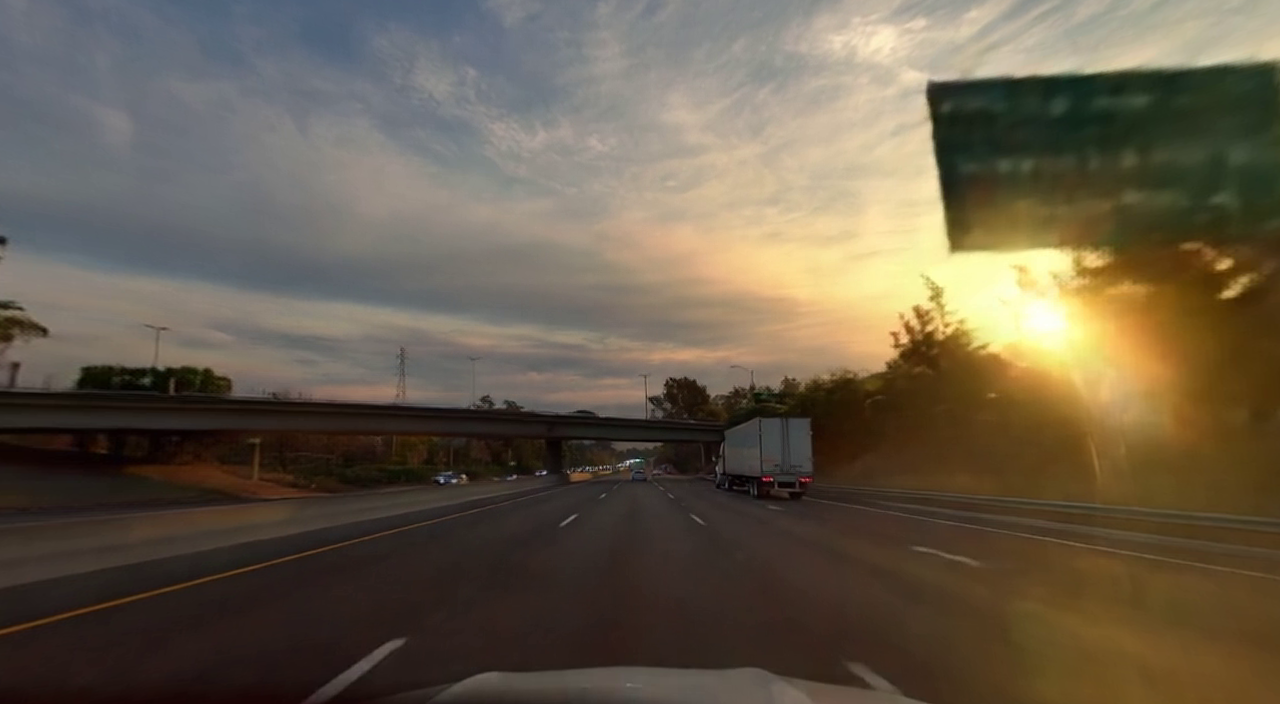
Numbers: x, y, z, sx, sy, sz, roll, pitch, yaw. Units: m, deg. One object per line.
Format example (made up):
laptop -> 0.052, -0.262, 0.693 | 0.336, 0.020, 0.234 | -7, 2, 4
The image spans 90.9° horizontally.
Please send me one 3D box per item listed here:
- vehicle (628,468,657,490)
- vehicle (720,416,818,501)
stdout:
vehicle -> 0.141, 9.284, 46.211 | 2.029, 1.459, 3.684 | 1, -11, -1
vehicle -> 7.103, 6.409, 37.444 | 2.926, 4.073, 13.836 | 1, -10, 0
